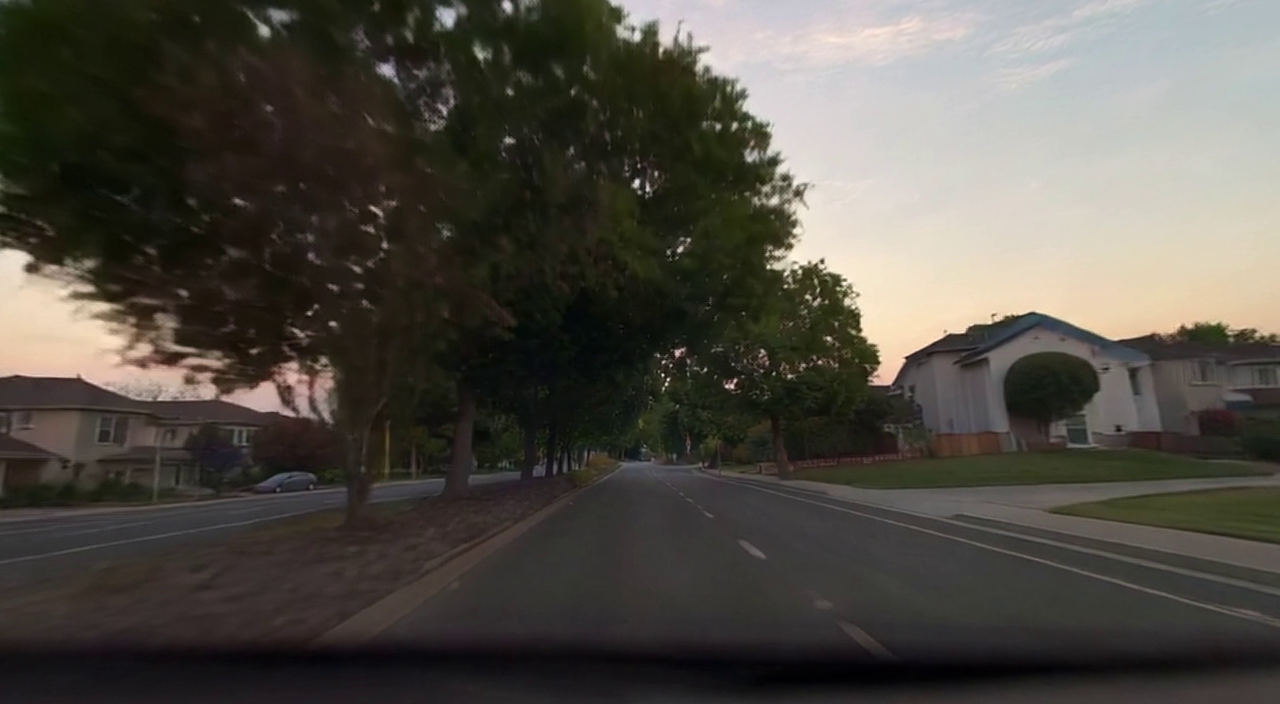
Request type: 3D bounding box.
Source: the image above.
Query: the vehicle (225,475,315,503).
[{"bbox_3d":[-26.390,9.782,45.168,5.040,1.748,2.186,-1,-9,-1],"label":"vehicle"}]
